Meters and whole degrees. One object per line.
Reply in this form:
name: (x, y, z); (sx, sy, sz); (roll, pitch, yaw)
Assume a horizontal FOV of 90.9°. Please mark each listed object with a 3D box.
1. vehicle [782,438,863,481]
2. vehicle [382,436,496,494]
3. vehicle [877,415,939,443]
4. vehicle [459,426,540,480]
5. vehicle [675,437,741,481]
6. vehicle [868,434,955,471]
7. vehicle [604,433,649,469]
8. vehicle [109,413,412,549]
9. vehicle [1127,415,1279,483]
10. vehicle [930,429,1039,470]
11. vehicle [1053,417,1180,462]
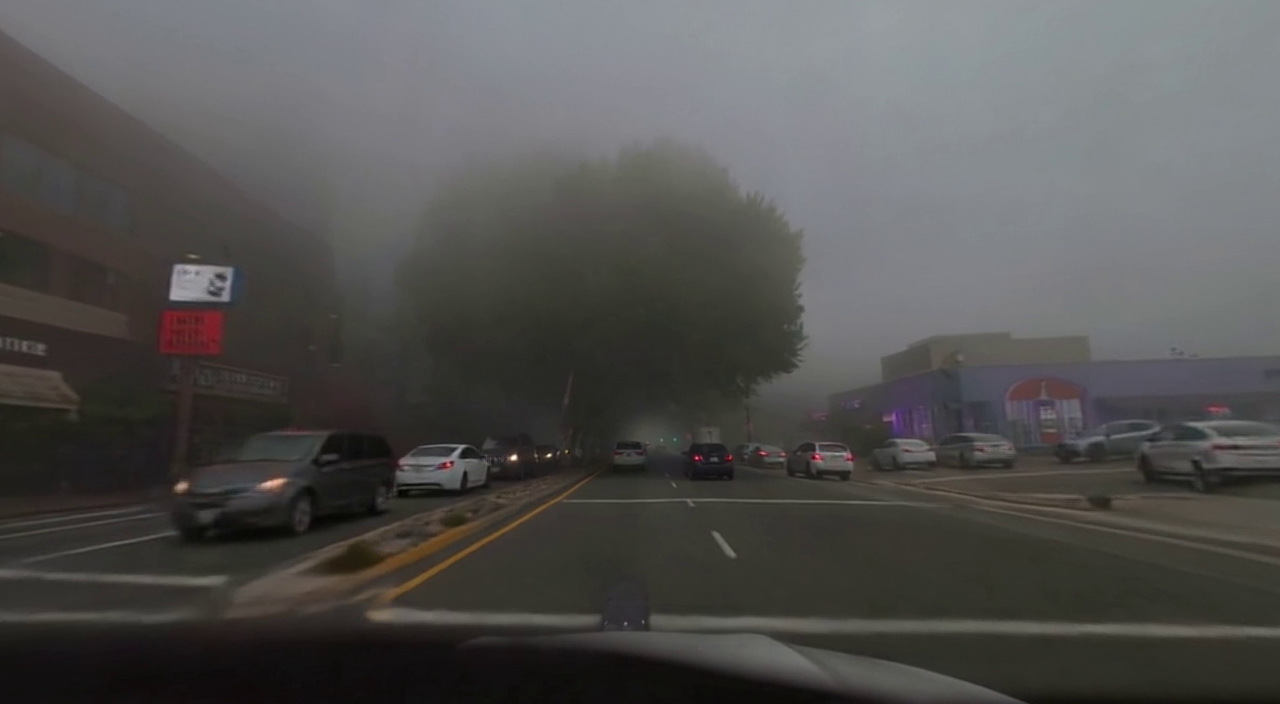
vehicle: (7.423, 4.389, 26.120); (1.914, 1.587, 4.548); (0, -8, -1)
vehicle: (-5.764, 3.283, 18.741); (1.835, 1.476, 4.533); (1, -8, 1)
vehicle: (15.620, 4.587, 37.002); (1.793, 1.505, 4.557); (-1, -8, 3)
vehicle: (-5.673, 4.114, 26.226); (2.240, 1.945, 5.114); (-1, -7, 0)
vehicle: (2.520, 4.095, 24.402); (2.046, 1.540, 3.883); (0, -8, -1)
vehicle: (12.233, 4.541, 28.793); (2.058, 1.493, 4.612); (-2, -8, 2)
vehicle: (-0.705, 5.425, 34.657); (2.301, 1.837, 4.411); (0, -8, 0)
vehicle: (-5.865, 2.010, 10.697); (2.242, 1.740, 4.659); (-1, -7, 0)
vehicle: (16.476, 2.603, 17.187); (4.572, 1.660, 2.091); (-1, -9, -1)
vehicle: (15.347, 4.363, 28.495); (2.007, 1.642, 5.001); (-1, -8, -1)
vehicle: (21.105, 3.902, 28.174); (1.967, 1.751, 4.275); (-2, -7, -6)
